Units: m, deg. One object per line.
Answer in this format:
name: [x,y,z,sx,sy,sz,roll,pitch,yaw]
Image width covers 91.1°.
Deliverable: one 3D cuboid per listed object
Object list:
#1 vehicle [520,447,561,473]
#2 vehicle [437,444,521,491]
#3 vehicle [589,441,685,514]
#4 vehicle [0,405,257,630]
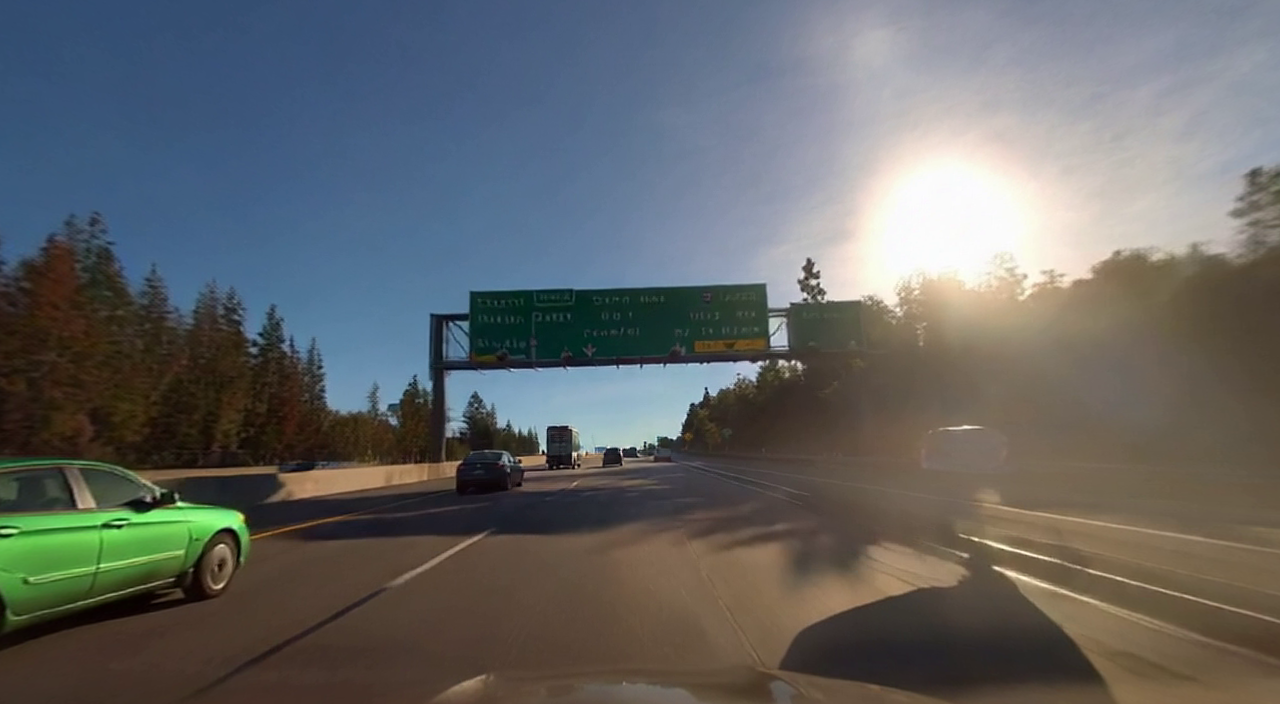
vehicle: [-5.818,6.335,37.132,1.814,1.417,3.860,0,-9,0]
vehicle: [-5.566,4.037,22.334,1.892,1.481,4.180,0,-9,0]
vehicle: [-0.094,2.806,14.512,1.940,1.451,3.512,0,-9,-1]
vehicle: [-5.732,1.374,5.622,2.058,1.626,4.118,0,-9,-1]
